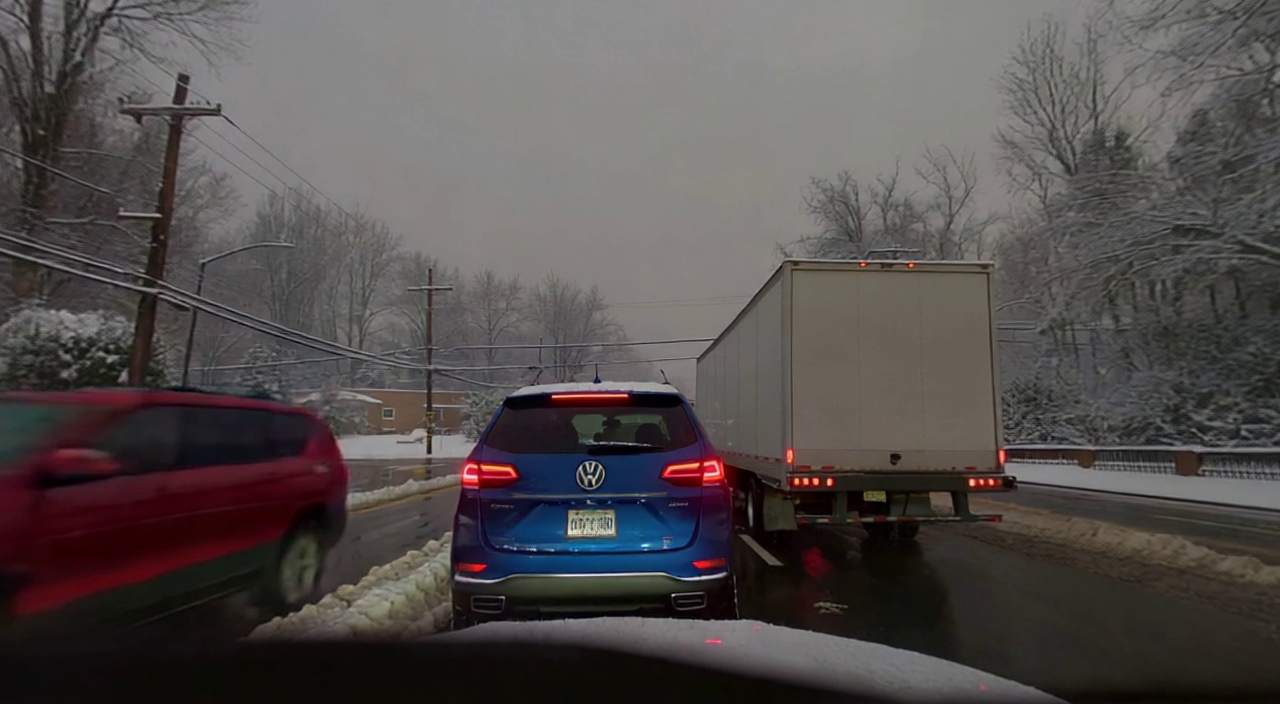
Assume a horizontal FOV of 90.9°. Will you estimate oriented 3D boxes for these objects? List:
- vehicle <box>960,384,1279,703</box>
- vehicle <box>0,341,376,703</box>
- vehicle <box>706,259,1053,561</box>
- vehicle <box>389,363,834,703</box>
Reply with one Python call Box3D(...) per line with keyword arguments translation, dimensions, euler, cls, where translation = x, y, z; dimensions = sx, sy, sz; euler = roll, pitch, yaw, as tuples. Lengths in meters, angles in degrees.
Box3D(translation=(2.829, 0.746, 1.194), dimensions=(1.971, 1.484, 4.728), euler=(0, -8, 0), cls="vehicle")
Box3D(translation=(-4.084, 1.102, 4.487), dimensions=(2.119, 1.835, 5.261), euler=(0, -8, 0), cls="vehicle")
Box3D(translation=(3.229, 1.268, 11.843), dimensions=(2.915, 3.559, 8.848), euler=(0, -8, -1), cls="vehicle")
Box3D(translation=(-0.138, 1.225, 5.194), dimensions=(2.114, 1.732, 4.230), euler=(0, -8, 0), cls="vehicle")
